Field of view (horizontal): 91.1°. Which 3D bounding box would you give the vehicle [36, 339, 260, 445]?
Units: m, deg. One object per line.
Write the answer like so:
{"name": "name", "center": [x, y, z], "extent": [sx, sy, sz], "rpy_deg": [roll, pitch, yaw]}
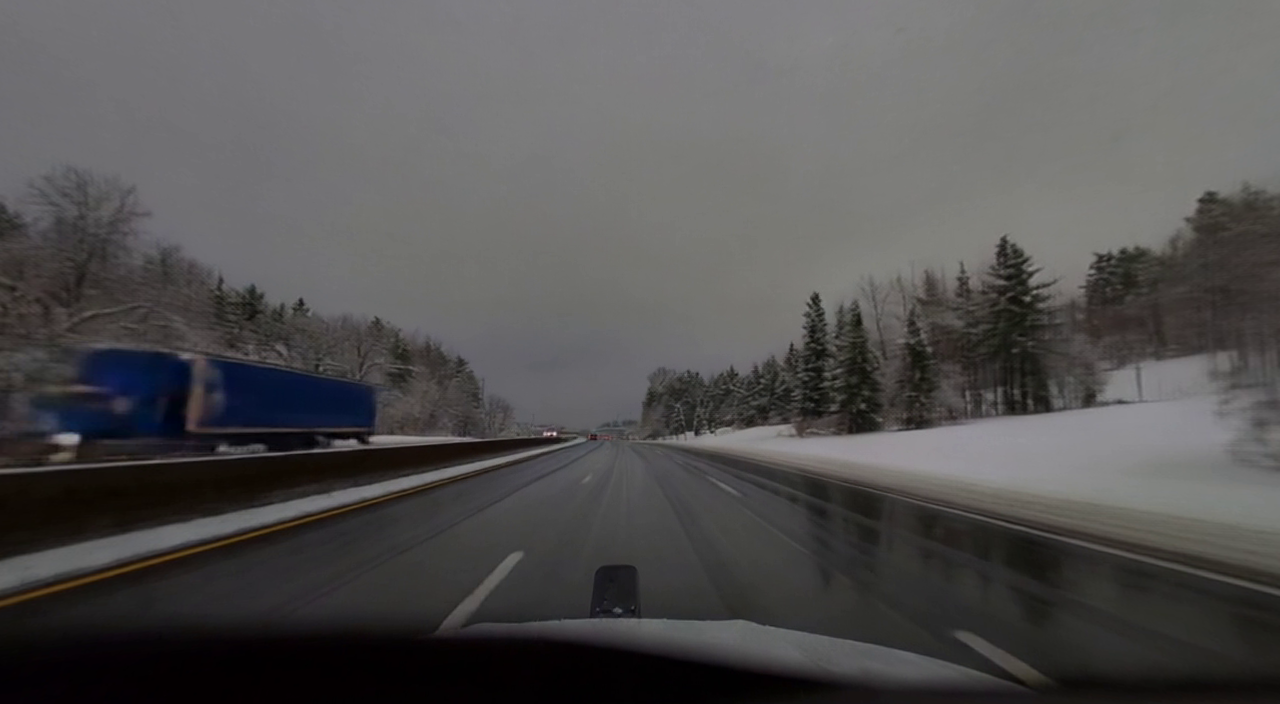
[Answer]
{"name": "vehicle", "center": [-16.615, 1.601, 21.991], "extent": [2.641, 3.191, 6.392], "rpy_deg": [0, -8, -1]}
